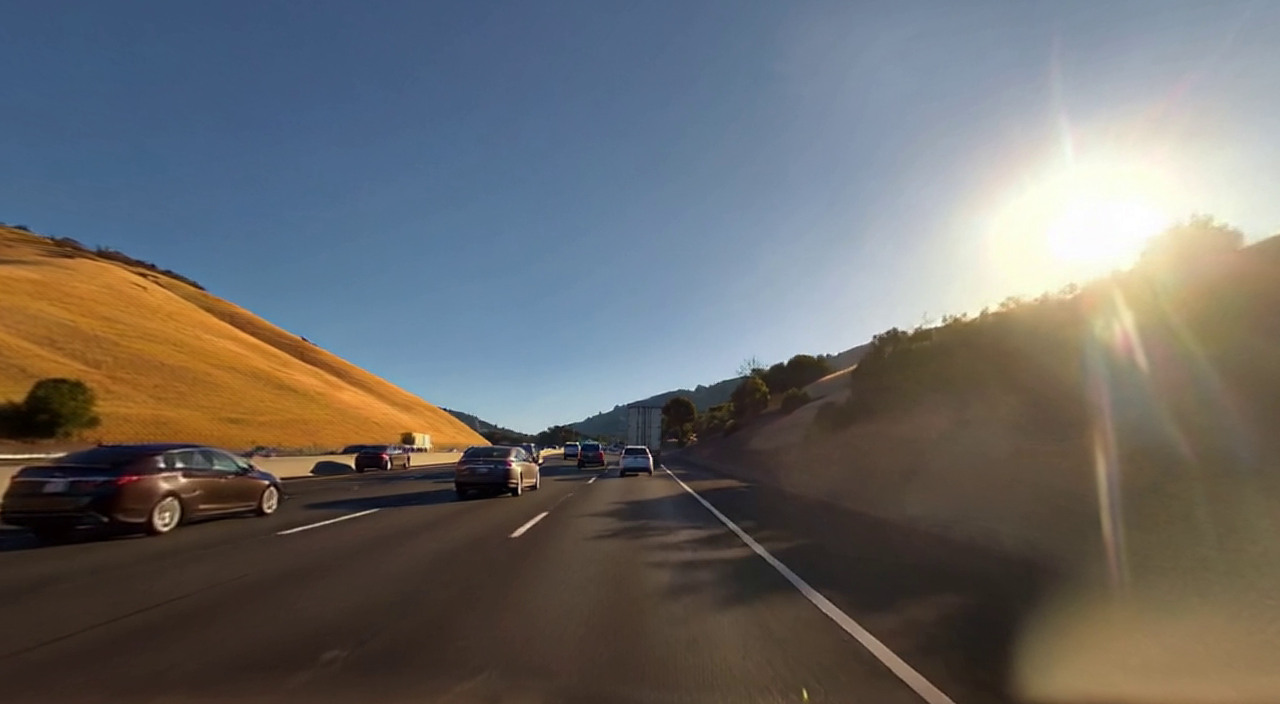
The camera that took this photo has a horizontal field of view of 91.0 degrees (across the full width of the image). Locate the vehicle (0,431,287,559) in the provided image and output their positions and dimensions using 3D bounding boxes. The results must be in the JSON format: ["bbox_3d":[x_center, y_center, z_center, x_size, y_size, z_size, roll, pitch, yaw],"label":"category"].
[{"bbox_3d":[-7.725,2.041,9.734,2.029,1.507,4.204,1,-9,1],"label":"vehicle"}]

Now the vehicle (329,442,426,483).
[{"bbox_3d":[-10.636,4.497,25.935,1.950,1.507,4.527,1,-9,1],"label":"vehicle"}]

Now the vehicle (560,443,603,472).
[{"bbox_3d":[-3.558,6.552,39.384,2.155,1.661,4.477,0,-9,1],"label":"vehicle"}]

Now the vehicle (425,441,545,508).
[{"bbox_3d":[-3.877,3.147,16.677,1.943,1.468,4.547,1,-9,1],"label":"vehicle"}]

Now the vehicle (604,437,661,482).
[{"bbox_3d":[-0.294,4.731,27.894,2.281,1.795,4.297,1,-9,0],"label":"vehicle"}]
